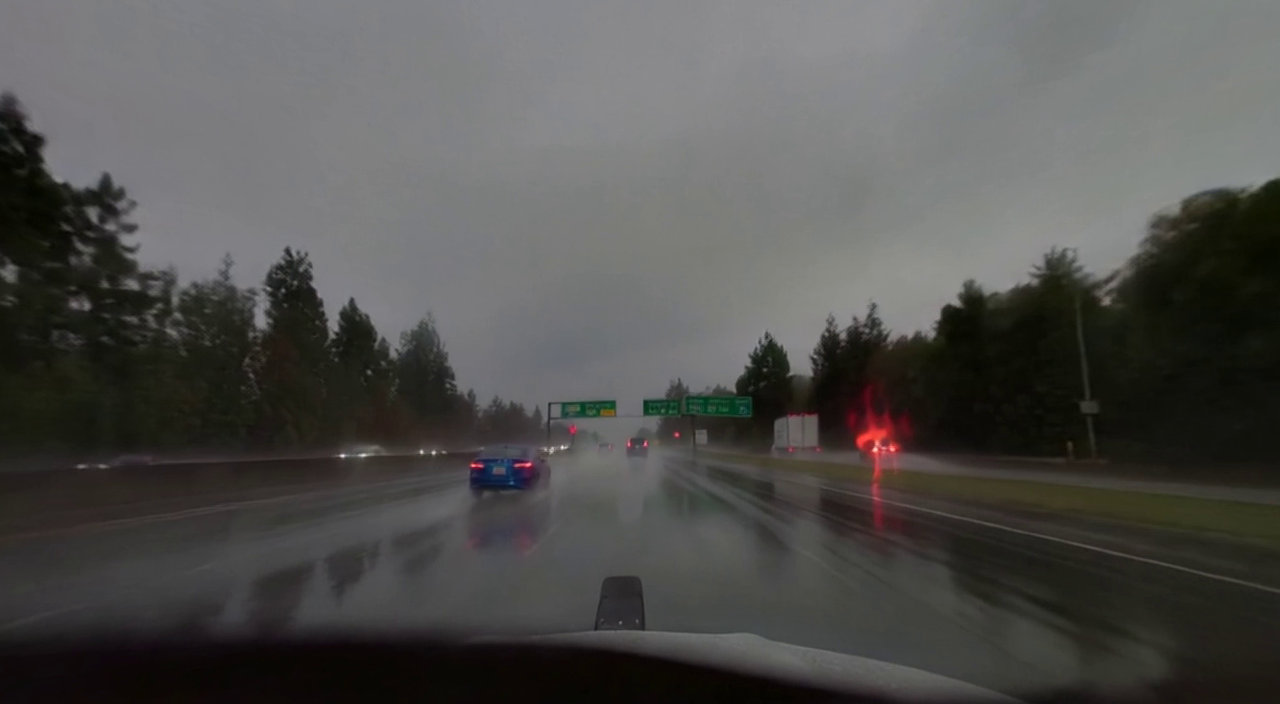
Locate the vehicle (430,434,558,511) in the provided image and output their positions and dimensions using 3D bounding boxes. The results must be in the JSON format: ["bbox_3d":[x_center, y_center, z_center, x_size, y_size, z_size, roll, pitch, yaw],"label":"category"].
[{"bbox_3d":[-3.230,2.754,14.916,2.020,1.554,4.137,0,-9,0],"label":"vehicle"}]

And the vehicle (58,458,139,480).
[{"bbox_3d":[-40.555,8.775,47.496,2.068,1.488,4.731,0,-9,-3],"label":"vehicle"}]

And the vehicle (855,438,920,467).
[{"bbox_3d":[15.478,6.294,39.812,2.081,1.707,4.756,0,-9,-2],"label":"vehicle"}]
